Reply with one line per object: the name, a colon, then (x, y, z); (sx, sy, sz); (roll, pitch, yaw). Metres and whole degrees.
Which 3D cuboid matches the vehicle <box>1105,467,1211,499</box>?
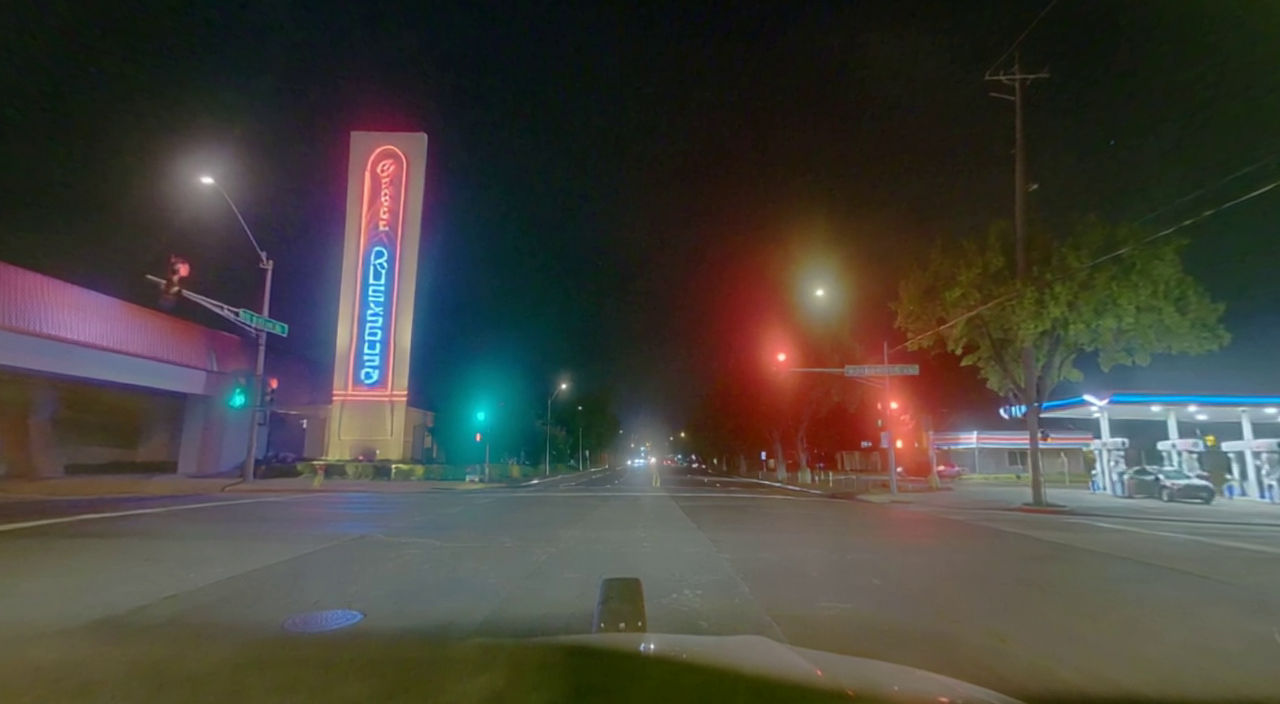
vehicle: (28.034, 7.071, 34.319); (1.897, 1.466, 4.211); (1, -8, -6)
